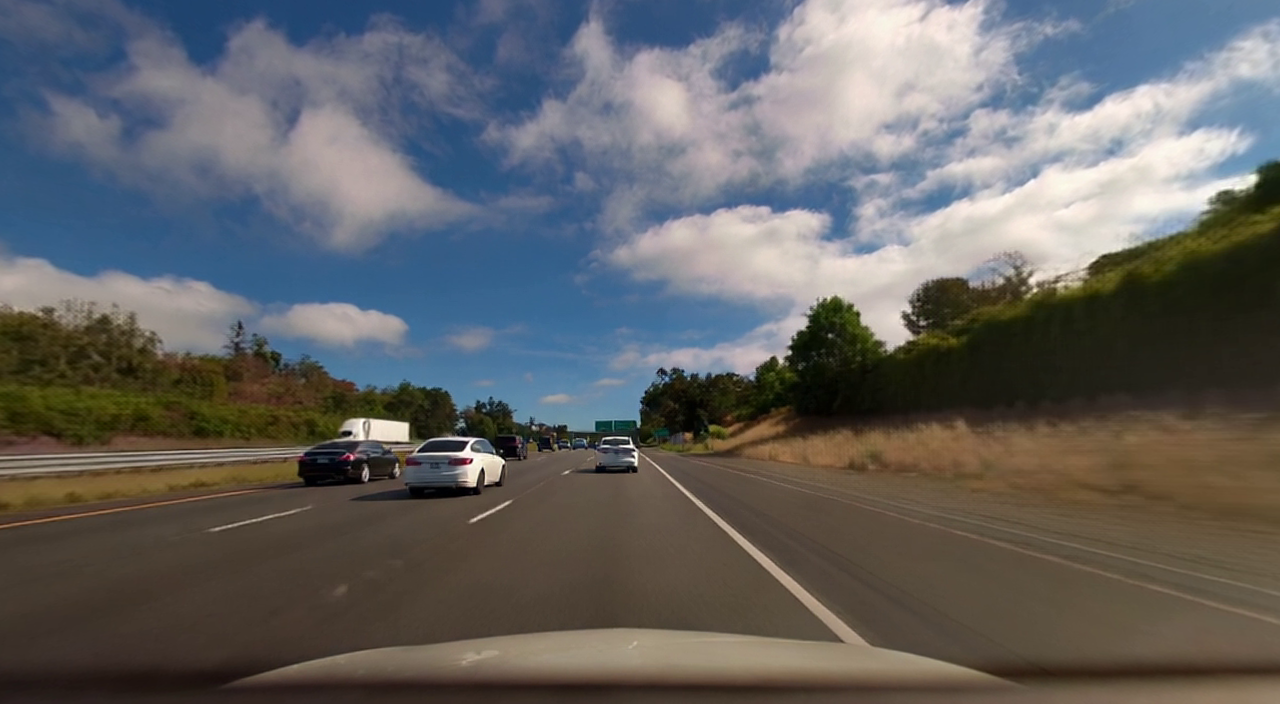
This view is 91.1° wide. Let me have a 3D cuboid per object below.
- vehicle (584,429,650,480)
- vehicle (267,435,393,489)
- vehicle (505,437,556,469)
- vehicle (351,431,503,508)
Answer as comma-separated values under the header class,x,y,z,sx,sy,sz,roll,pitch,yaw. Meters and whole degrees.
class,x,y,z,sx,sy,sz,roll,pitch,yaw
vehicle,-0.798,3.641,22.747,2.178,1.658,3.916,0,-8,-1
vehicle,-9.295,3.285,19.248,1.850,1.439,3.932,0,-8,0
vehicle,-5.276,4.897,30.762,1.835,1.432,3.835,0,-8,0
vehicle,-4.577,2.558,14.313,1.971,1.464,4.386,0,-8,0
